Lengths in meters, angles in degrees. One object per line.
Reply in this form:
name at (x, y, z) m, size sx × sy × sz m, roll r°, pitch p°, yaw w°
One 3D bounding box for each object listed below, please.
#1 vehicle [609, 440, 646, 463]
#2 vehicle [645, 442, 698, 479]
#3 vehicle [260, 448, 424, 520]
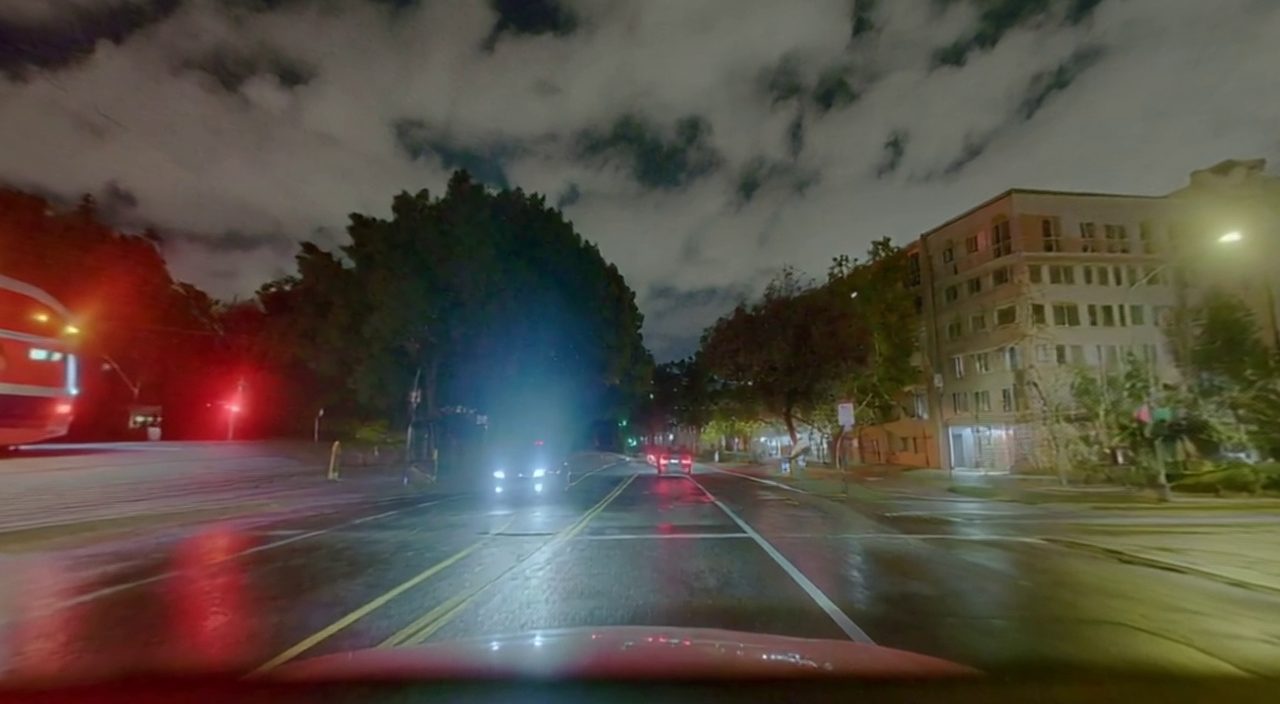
vehicle at (-1.028, 7.807, 49.680) m, size 2.010 × 1.725 × 4.320 m, roll 2°, pitch -9°, yaw -14°
vehicle at (1.572, 5.599, 33.015) m, size 2.263 × 1.765 × 4.237 m, roll 0°, pitch -8°, yaw -4°
vehicle at (-7.256, 3.212, 16.010) m, size 2.042 × 1.531 × 4.403 m, roll 0°, pitch -8°, yaw -1°
